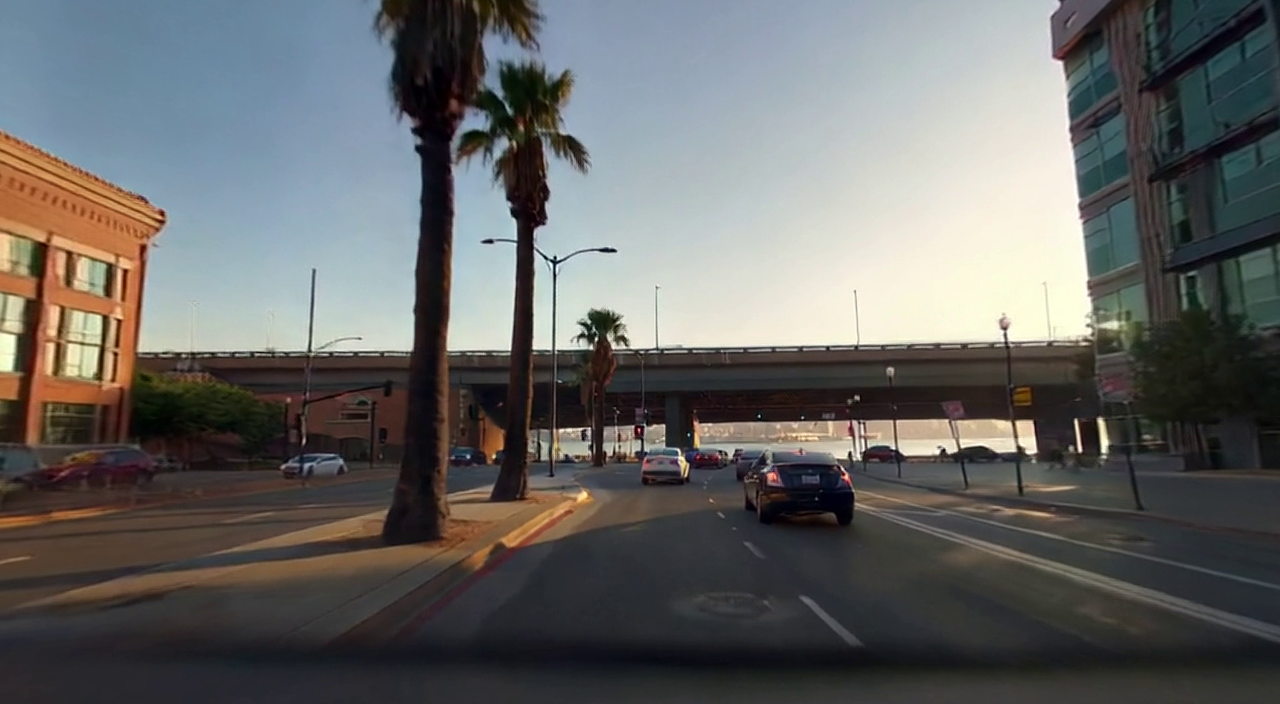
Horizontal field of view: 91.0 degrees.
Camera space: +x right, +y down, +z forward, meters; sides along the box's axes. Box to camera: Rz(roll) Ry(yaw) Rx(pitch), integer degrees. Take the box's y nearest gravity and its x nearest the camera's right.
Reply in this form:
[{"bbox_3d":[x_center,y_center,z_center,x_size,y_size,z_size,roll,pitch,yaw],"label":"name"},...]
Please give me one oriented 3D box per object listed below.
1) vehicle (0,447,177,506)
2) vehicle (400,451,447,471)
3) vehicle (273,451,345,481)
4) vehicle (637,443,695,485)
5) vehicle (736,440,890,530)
[{"bbox_3d":[-19.057,4.255,22.019,2.028,1.808,4.868,0,-9,-2],"label":"vehicle"},{"bbox_3d":[-16.713,8.439,48.859,1.912,1.482,4.495,0,-9,2],"label":"vehicle"},{"bbox_3d":[-19.226,6.597,36.769,1.850,1.590,4.201,0,-9,1],"label":"vehicle"},{"bbox_3d":[1.115,4.421,25.036,2.077,1.518,3.760,-1,-9,6],"label":"vehicle"},{"bbox_3d":[3.323,2.643,13.226,2.051,1.509,4.933,0,-9,3],"label":"vehicle"}]
